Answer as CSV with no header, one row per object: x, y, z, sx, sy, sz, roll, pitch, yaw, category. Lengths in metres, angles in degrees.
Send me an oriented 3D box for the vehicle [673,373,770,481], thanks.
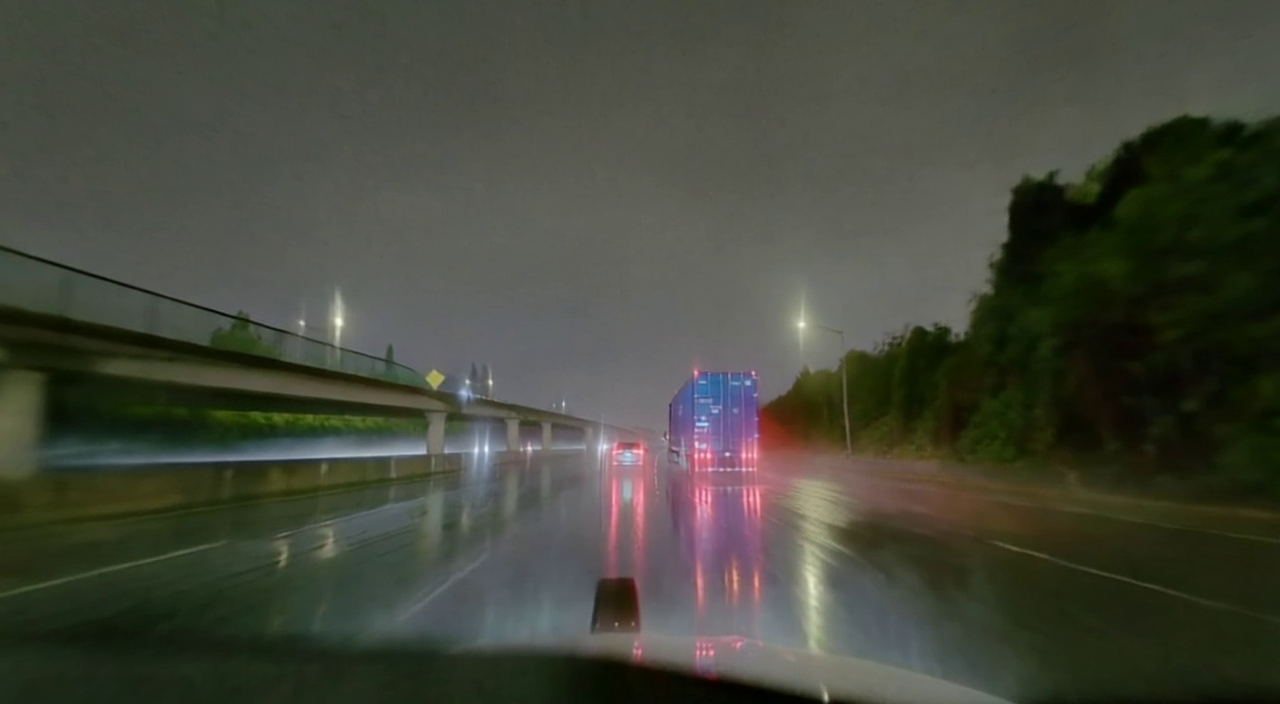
3.306,3.546,28.766,2.964,4.063,10.072,0,-9,-1,vehicle

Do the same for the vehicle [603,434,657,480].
-0.375,4.377,26.544,2.077,1.716,4.514,0,-9,0,vehicle
